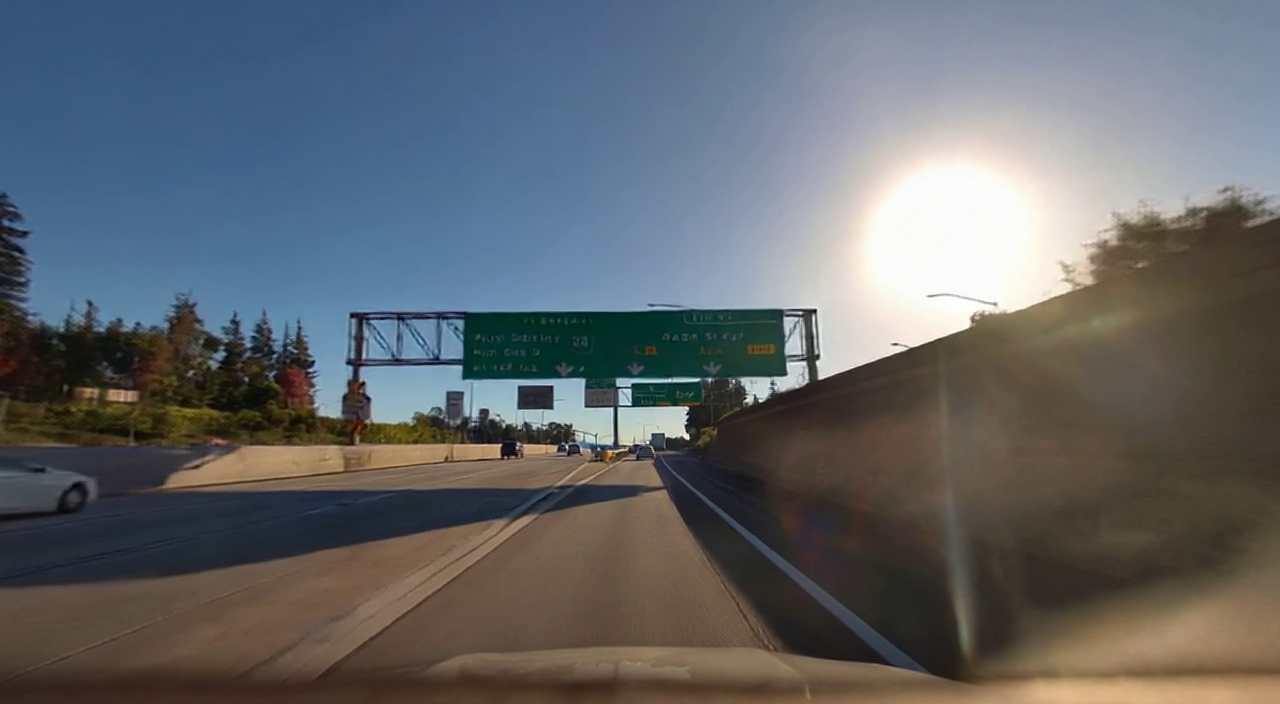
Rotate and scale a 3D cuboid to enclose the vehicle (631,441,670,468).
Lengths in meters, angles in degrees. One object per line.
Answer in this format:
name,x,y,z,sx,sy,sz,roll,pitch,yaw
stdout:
vehicle,0.526,5.918,36.593,2.137,1.461,3.999,0,-8,-1
